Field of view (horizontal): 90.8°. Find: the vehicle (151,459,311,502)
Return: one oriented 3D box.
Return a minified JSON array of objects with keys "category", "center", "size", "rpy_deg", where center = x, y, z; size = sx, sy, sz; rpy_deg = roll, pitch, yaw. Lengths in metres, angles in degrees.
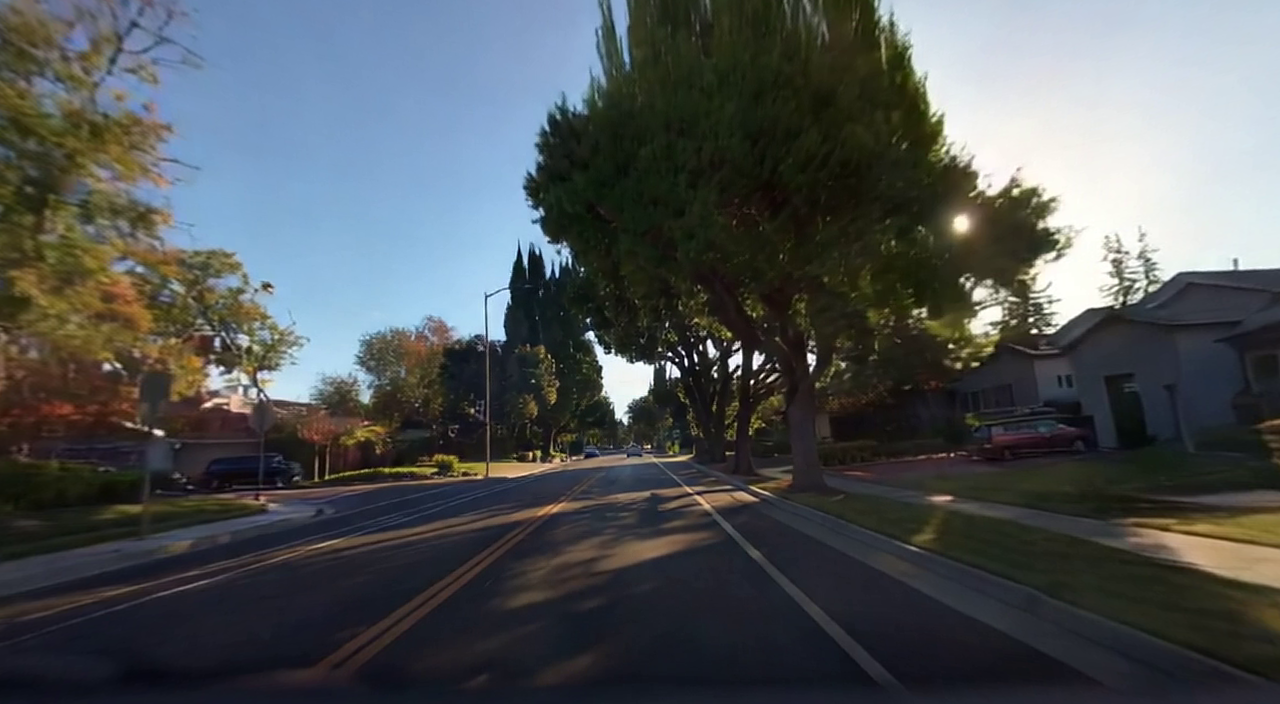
[{"category":"vehicle","center":[-14.960,4.678,23.233],"size":[4.779,1.453,1.970],"rpy_deg":[-2,-9,10]}]
